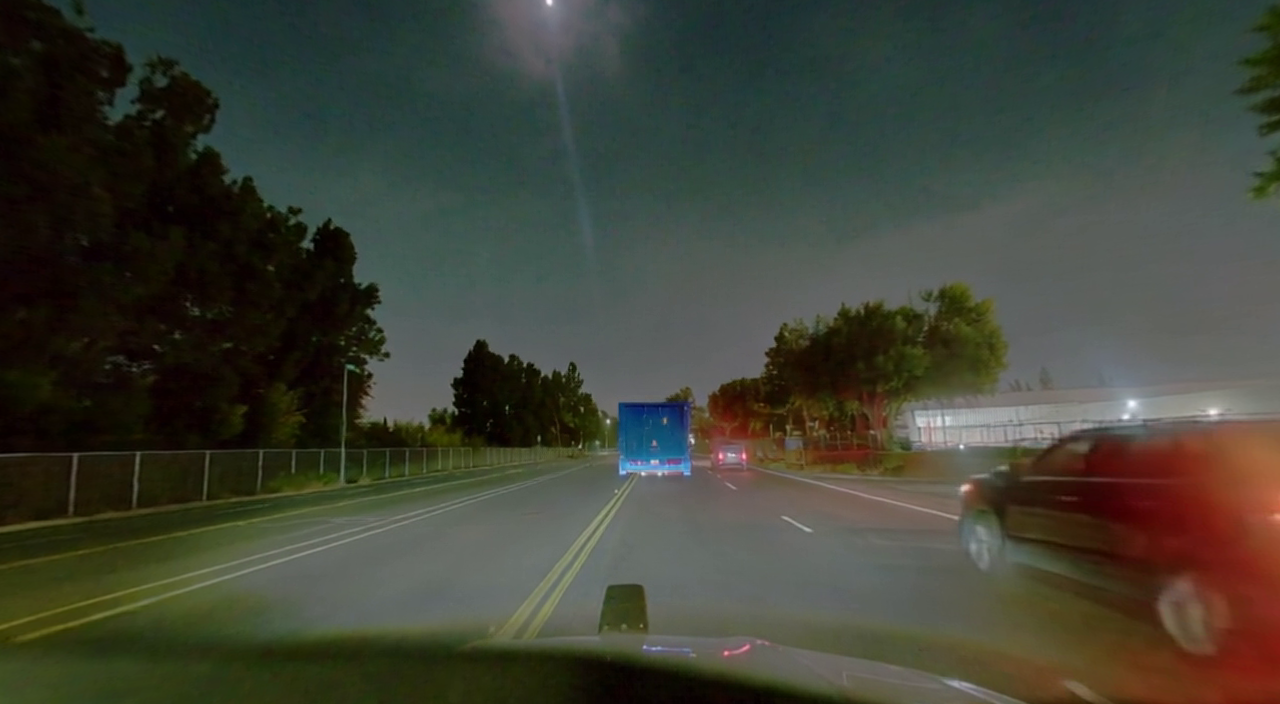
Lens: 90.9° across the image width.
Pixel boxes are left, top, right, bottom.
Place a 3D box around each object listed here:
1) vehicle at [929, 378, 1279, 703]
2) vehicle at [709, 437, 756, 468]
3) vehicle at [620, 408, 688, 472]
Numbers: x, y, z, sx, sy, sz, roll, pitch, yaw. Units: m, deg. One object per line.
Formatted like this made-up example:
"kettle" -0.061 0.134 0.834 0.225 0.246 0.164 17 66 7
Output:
"vehicle" 4.337 1.230 4.936 2.076 1.661 4.524 0 -8 2
"vehicle" 5.375 5.909 37.225 2.151 1.662 4.543 0 -8 1
"vehicle" 0.738 4.663 33.181 3.197 2.963 7.055 0 -8 1
